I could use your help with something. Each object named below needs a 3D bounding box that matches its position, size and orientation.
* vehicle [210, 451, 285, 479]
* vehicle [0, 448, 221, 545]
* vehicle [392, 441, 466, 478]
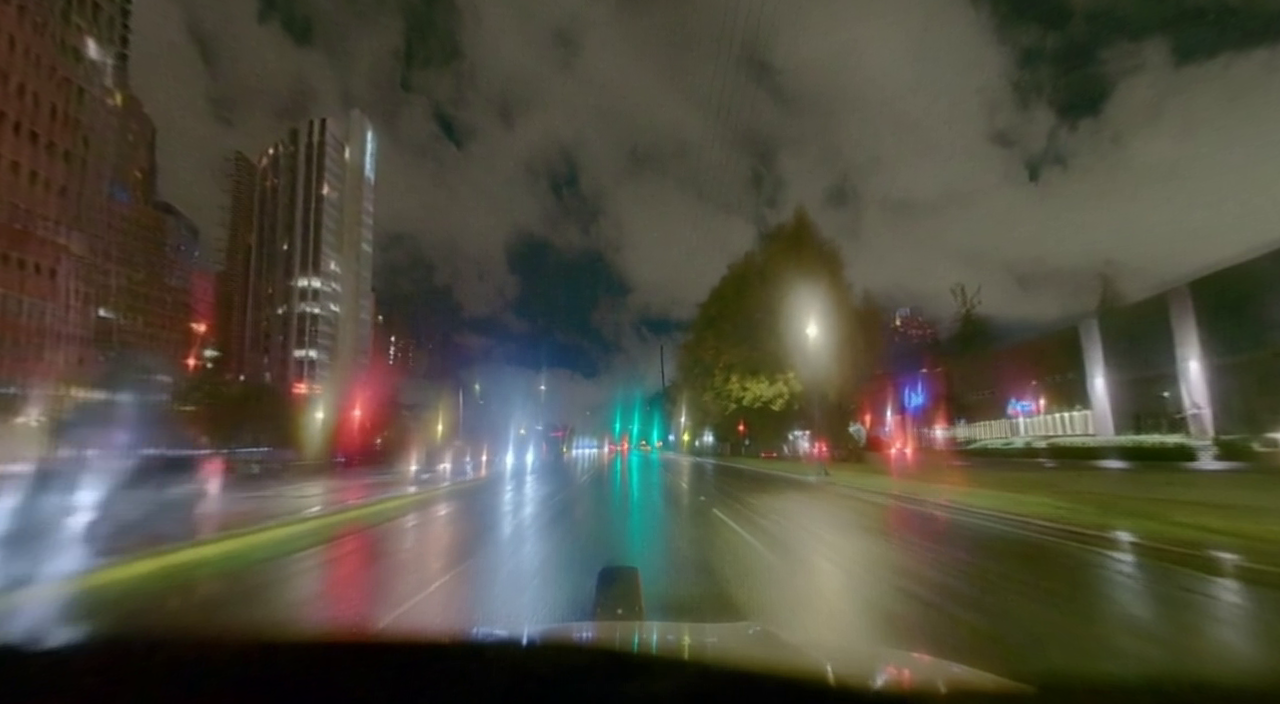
[{"bbox_3d":[-27.093,7.781,43.764,1.849,1.724,4.516,-3,-9,9],"label":"vehicle"},{"bbox_3d":[-10.816,2.636,12.317,2.020,1.490,4.657,0,-8,1],"label":"vehicle"},{"bbox_3d":[-10.425,5.329,31.628,2.025,1.704,4.523,0,-9,1],"label":"vehicle"}]
